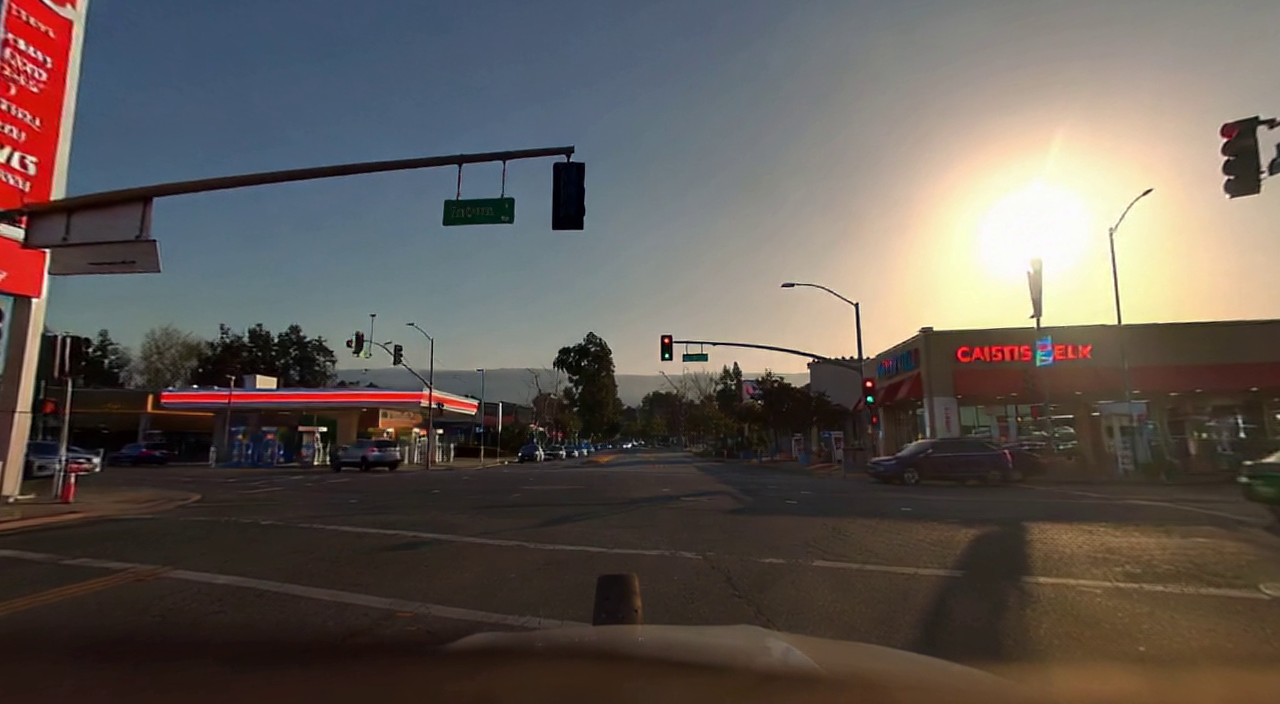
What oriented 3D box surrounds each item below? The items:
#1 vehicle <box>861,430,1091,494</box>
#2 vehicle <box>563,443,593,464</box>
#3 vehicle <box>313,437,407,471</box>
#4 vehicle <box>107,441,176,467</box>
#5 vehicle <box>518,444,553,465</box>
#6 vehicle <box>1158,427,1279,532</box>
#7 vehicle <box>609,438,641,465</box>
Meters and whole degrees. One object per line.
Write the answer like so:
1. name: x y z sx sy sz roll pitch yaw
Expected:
1. vehicle: 8.391 2.792 16.165 4.681 1.495 2.096 0 -8 0
2. vehicle: -4.596 7.586 47.334 2.003 1.481 4.091 0 -8 -3
3. vehicle: -14.587 5.306 32.884 4.568 1.643 1.911 -5 -9 27
4. vehicle: -34.203 6.986 43.346 4.562 1.676 1.819 -5 -9 27
5. vehicle: -7.923 7.805 48.112 2.079 1.491 4.045 0 -8 -1
6. vehicle: 10.775 1.814 9.116 4.670 1.458 1.959 -5 -9 27
7. vehicle: -1.127 7.076 45.143 2.083 1.764 5.011 0 -8 -3
